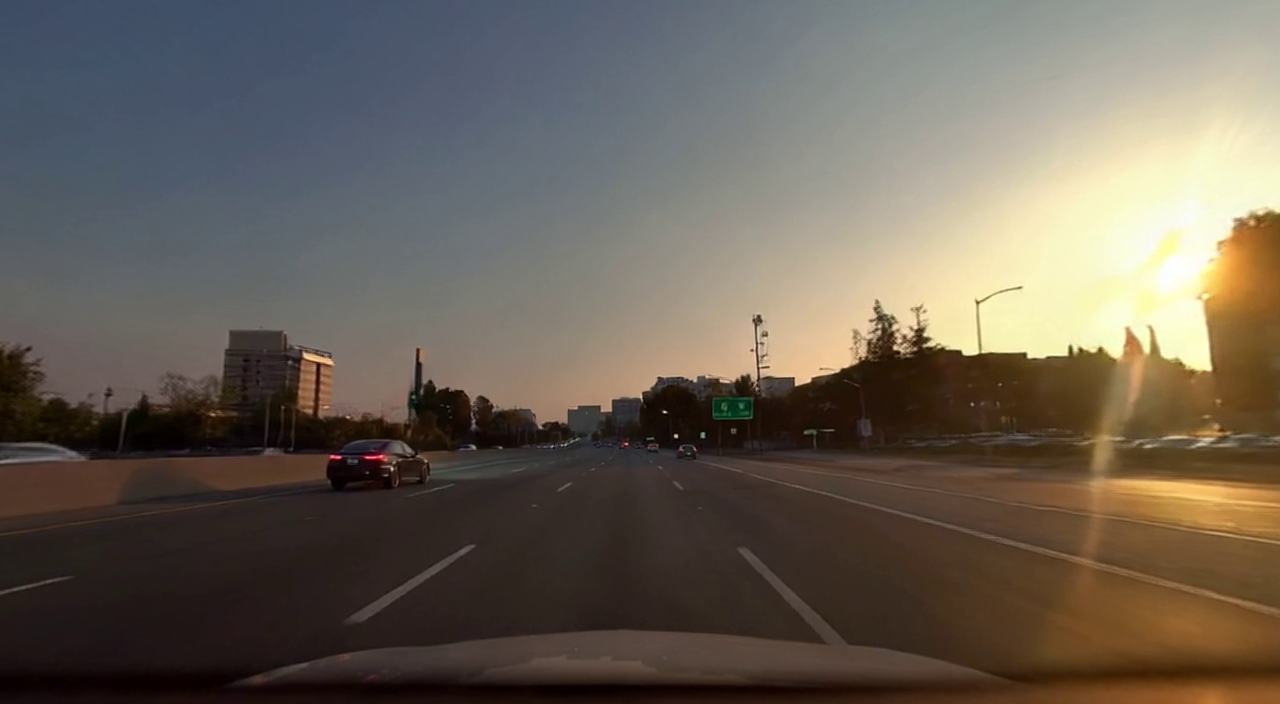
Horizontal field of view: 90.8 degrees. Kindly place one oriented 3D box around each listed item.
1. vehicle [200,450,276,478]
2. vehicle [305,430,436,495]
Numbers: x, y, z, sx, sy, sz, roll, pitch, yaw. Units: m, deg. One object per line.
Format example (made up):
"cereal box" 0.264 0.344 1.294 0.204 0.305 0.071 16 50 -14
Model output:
"vehicle" -25.937 7.204 40.997 1.871 1.556 4.664 0 -8 -1
"vehicle" -7.976 3.301 19.254 2.089 1.724 4.327 0 -8 -1
